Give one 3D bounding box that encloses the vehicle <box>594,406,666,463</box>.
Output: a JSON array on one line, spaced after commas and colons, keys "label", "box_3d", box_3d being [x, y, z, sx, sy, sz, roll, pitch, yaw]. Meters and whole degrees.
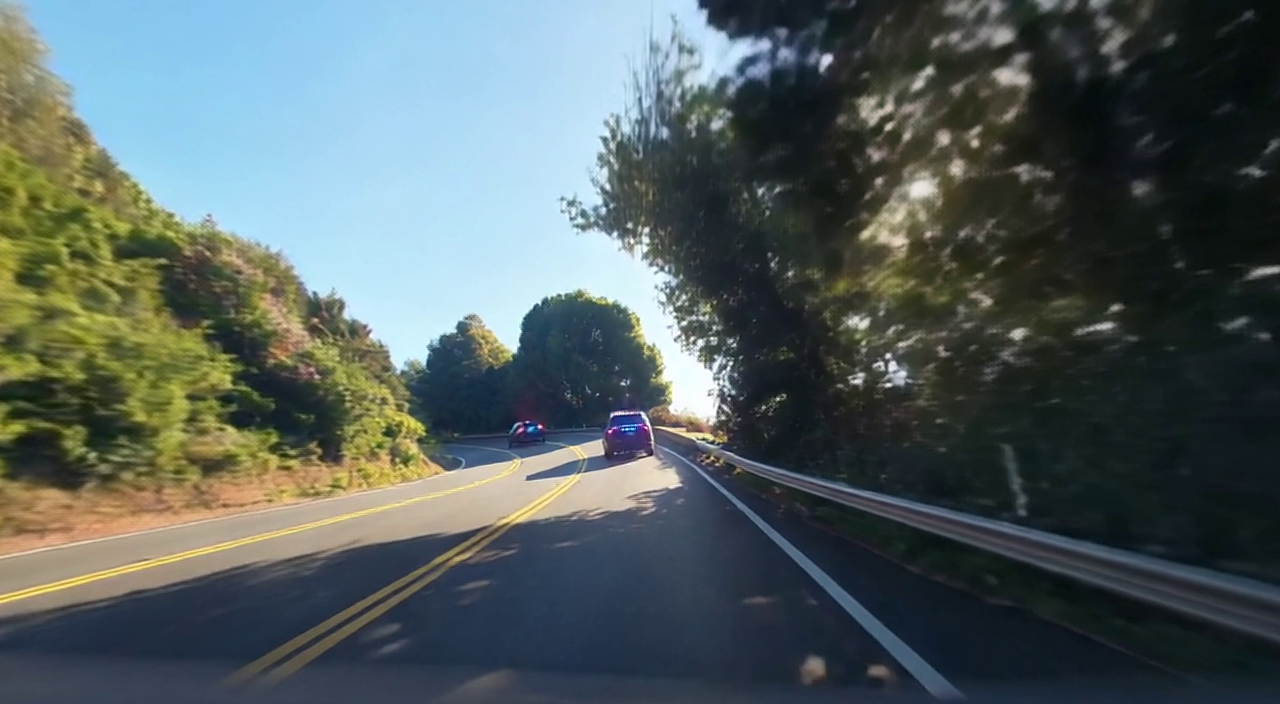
[{"label": "vehicle", "box_3d": [-0.567, 3.434, 26.159, 2.500, 1.961, 5.637, -3, -8, -5]}]
